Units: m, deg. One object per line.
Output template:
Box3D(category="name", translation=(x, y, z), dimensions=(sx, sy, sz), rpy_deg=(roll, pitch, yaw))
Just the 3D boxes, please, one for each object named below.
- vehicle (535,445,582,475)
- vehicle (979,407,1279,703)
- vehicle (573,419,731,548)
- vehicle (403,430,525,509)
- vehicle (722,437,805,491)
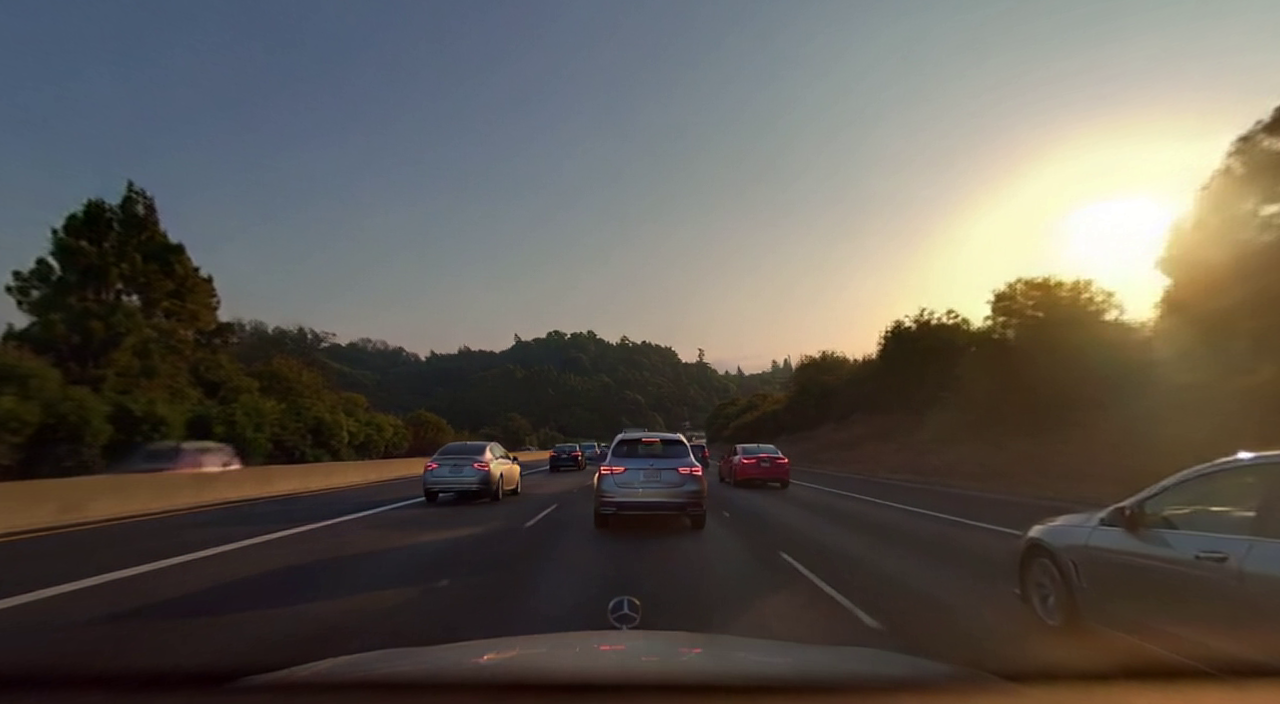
Box3D(category="vehicle", translation=(-4.172, 5.624, 32.966), dimensions=(1.910, 1.468, 3.781), rpy_deg=(0, -9, 1))
Box3D(category="vehicle", translation=(3.678, 0.956, 2.672), dimensions=(1.953, 1.434, 4.511), rpy_deg=(0, -9, 0))
Box3D(category="vehicle", translation=(0.154, 2.042, 10.332), dimensions=(2.093, 1.695, 3.782), rpy_deg=(0, -9, 0))
Box3D(category="vehicle", translation=(-4.191, 2.853, 15.662), dimensions=(1.890, 1.708, 3.844), rpy_deg=(0, -9, 0))
Box3D(category="vehicle", translation=(3.986, 3.678, 20.930), dimensions=(1.905, 1.590, 3.746), rpy_deg=(0, -9, -1))
